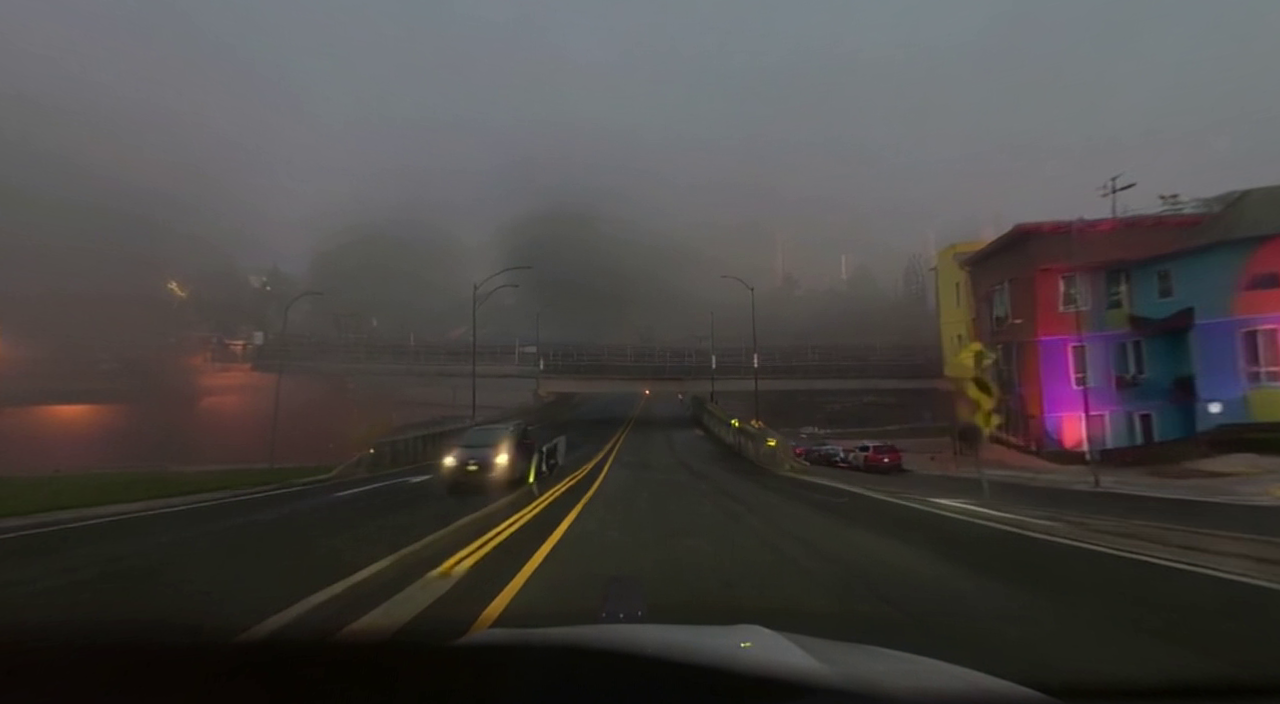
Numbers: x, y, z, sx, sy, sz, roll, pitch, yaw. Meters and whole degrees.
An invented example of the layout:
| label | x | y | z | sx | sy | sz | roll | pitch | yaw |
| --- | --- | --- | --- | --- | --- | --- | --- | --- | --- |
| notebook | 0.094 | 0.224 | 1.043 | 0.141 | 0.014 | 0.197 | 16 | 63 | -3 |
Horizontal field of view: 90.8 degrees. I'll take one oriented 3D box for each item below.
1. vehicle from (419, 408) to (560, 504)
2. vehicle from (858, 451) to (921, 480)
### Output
| label | x | y | z | sx | sy | sz | roll | pitch | yaw |
| --- | --- | --- | --- | --- | --- | --- | --- | --- | --- |
| vehicle | -3.191 | 2.340 | 14.448 | 2.109 | 1.848 | 4.338 | 0 | -8 | 1 |
| vehicle | 14.279 | 6.502 | 36.428 | 1.809 | 1.497 | 3.837 | -1 | -9 | -4 |
